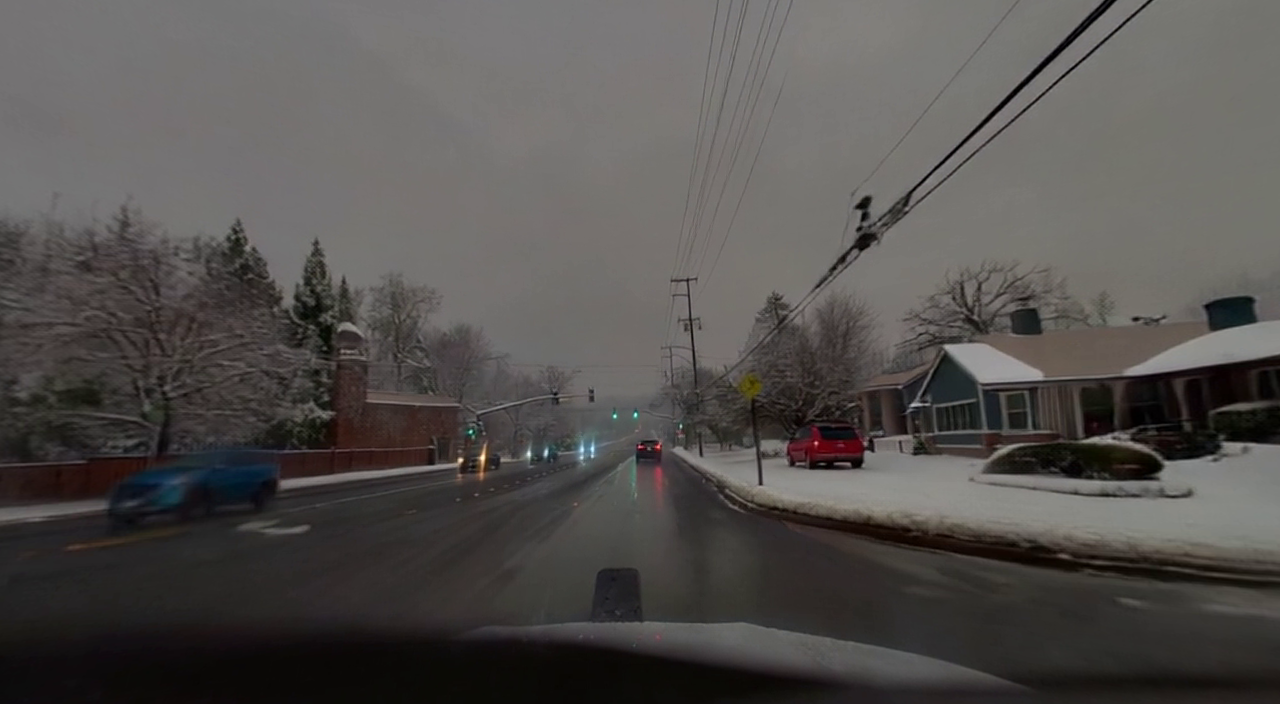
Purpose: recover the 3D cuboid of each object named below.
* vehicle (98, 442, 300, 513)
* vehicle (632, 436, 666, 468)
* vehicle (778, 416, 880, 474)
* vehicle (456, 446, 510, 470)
[{"bbox_3d":[-12.665,3.593,18.637,2.397,1.802,4.855,0,-9,1],"label":"vehicle"},{"bbox_3d":[0.580,6.441,40.809,2.059,1.908,4.714,0,-8,1],"label":"vehicle"},{"bbox_3d":[8.214,4.164,28.276,2.531,2.263,6.802,0,-9,1],"label":"vehicle"},{"bbox_3d":[-10.777,7.335,43.645,2.176,1.528,4.750,-1,-9,5],"label":"vehicle"}]
